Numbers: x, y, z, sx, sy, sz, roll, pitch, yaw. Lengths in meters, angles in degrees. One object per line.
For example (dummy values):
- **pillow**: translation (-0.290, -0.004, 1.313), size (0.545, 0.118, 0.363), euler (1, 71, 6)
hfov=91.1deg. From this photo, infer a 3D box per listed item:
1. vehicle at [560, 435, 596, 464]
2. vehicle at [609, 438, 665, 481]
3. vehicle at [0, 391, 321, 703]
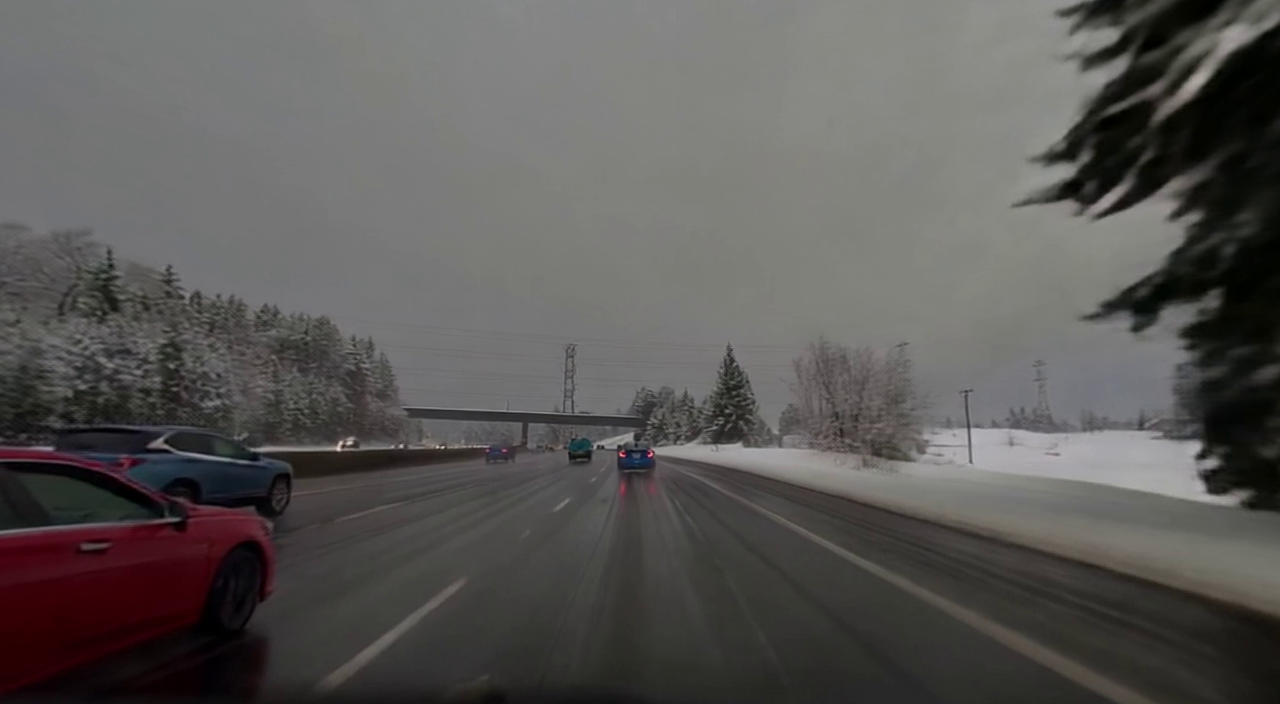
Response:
- **vehicle**: translation (-4.013, 6.381, 41.146), size (2.174, 1.806, 3.932), euler (1, -9, -3)
- **vehicle**: translation (-0.141, 4.092, 24.166), size (1.954, 1.460, 3.983), euler (1, -9, -1)
- **vehicle**: translation (-3.733, 0.954, 2.909), size (2.035, 1.514, 4.600), euler (1, -9, 1)
